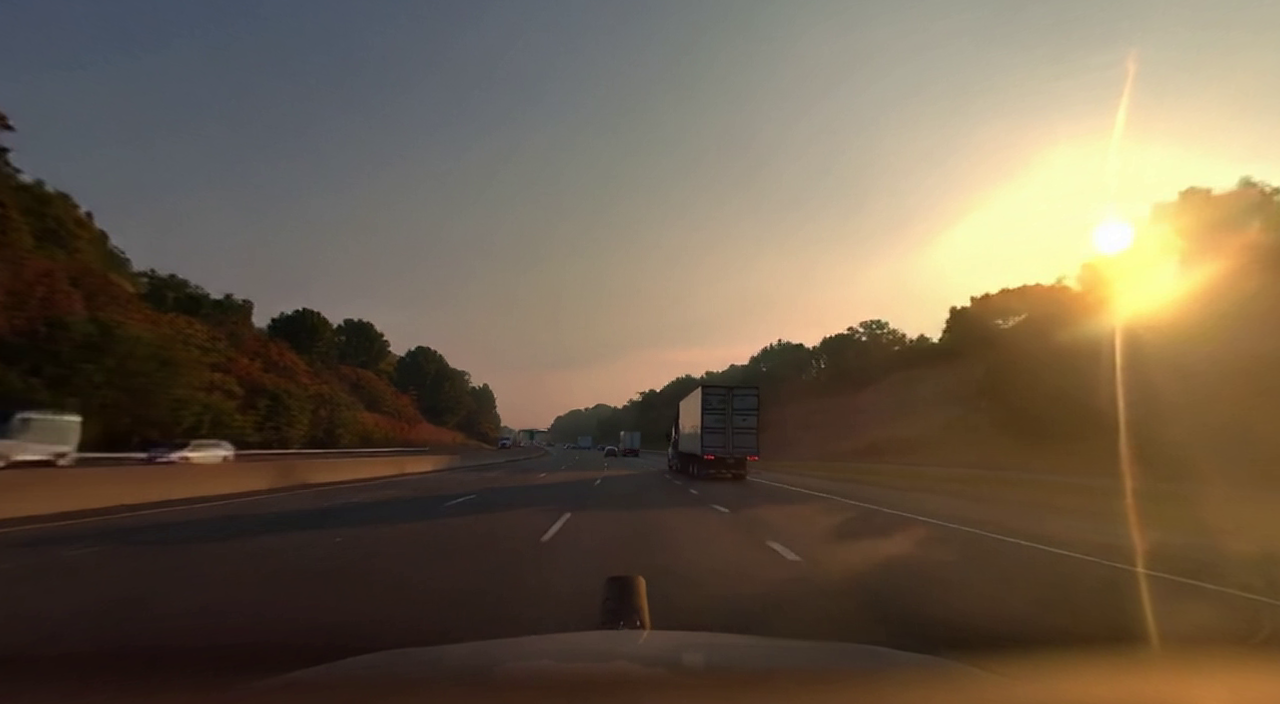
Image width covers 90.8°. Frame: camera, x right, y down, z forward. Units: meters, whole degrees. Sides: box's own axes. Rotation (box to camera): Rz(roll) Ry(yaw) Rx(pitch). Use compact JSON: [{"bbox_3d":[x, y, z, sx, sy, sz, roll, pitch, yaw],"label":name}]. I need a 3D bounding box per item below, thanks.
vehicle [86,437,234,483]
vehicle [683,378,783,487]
[{"bbox_3d":[-17.618,3.992,23.496,1.978,1.503,4.537,0,-9,-1],"label":"vehicle"},{"bbox_3d":[3.759,3.646,27.834,2.826,4.035,8.369,1,-9,-2],"label":"vehicle"}]
